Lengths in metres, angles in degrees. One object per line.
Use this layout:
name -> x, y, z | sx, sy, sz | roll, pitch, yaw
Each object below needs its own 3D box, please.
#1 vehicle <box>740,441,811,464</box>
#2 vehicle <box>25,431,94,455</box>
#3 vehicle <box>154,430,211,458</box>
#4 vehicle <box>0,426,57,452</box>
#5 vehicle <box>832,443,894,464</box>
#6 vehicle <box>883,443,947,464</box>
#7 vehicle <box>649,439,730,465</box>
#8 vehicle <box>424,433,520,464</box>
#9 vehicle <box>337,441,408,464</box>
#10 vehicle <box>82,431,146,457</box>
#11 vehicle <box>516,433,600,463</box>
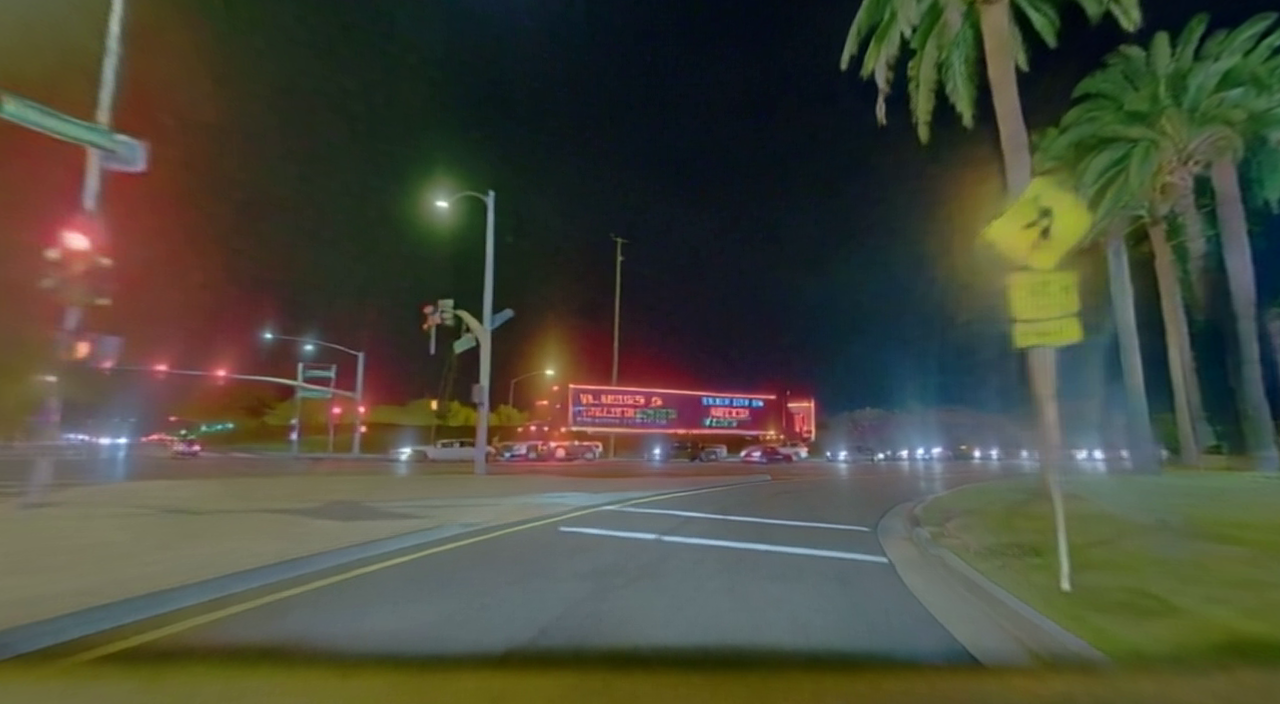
vehicle -> 9.722, 7.200, 44.901 | 4.774, 1.493, 1.854 | 5, -9, -24
vehicle -> -37.442, 5.901, 40.613 | 1.900, 1.462, 4.225 | 4, -9, -24
vehicle -> -30.609, 6.186, 42.134 | 2.114, 1.784, 4.450 | 4, -9, -24
vehicle -> -43.815, 6.245, 44.671 | 1.884, 1.678, 4.527 | 3, -10, -23
vehicle -> 17.117, 7.792, 48.174 | 4.291, 1.474, 1.857 | 3, -12, -24
vehicle -> 20.353, 7.496, 46.435 | 4.356, 1.543, 1.844 | 4, -9, -24
vehicle -> 3.302, 6.716, 41.925 | 5.112, 1.593, 1.865 | 5, -12, -22
vehicle -> -8.941, 5.158, 33.439 | 4.648, 1.501, 1.862 | 5, -10, -23
vehicle -> -18.585, 6.974, 43.653 | 4.389, 1.502, 1.794 | 4, -9, -23
vehicle -> -33.969, 5.967, 40.680 | 1.977, 1.584, 3.983 | 4, -9, -23
vehicle -> -5.025, 5.845, 38.336 | 4.713, 1.664, 1.909 | 3, -10, -24
